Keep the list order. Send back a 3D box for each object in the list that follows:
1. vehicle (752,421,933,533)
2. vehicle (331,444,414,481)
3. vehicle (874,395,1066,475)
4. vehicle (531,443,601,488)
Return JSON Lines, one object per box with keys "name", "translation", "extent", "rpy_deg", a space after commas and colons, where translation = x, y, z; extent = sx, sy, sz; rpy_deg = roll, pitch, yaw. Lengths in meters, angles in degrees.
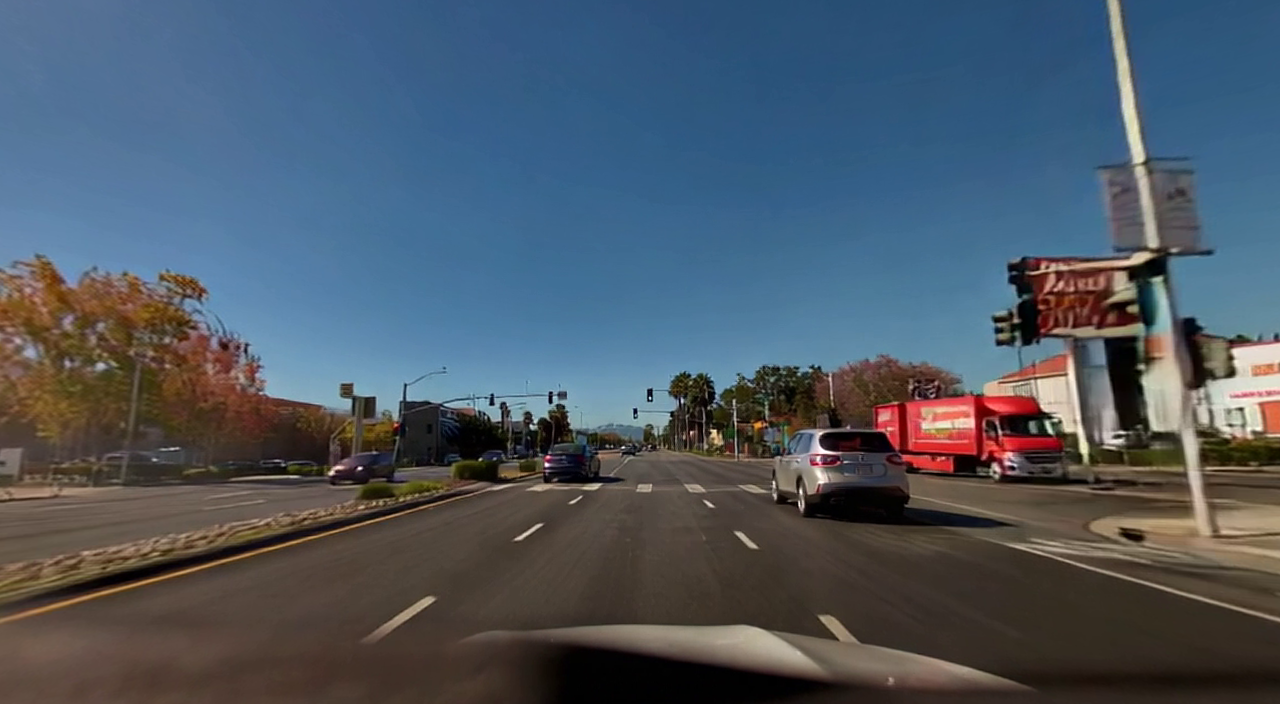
{"name": "vehicle", "translation": [3.527, 2.270, 11.995], "extent": [1.982, 1.711, 4.276], "rpy_deg": [0, -9, 0]}
{"name": "vehicle", "translation": [-14.398, 5.966, 34.390], "extent": [2.227, 1.768, 5.034], "rpy_deg": [-2, -9, 1]}
{"name": "vehicle", "translation": [14.891, 3.810, 28.911], "extent": [7.195, 3.468, 2.597], "rpy_deg": [0, -9, -2]}
{"name": "vehicle", "translation": [-2.636, 4.153, 23.451], "extent": [2.034, 1.498, 3.995], "rpy_deg": [0, -9, 1]}
